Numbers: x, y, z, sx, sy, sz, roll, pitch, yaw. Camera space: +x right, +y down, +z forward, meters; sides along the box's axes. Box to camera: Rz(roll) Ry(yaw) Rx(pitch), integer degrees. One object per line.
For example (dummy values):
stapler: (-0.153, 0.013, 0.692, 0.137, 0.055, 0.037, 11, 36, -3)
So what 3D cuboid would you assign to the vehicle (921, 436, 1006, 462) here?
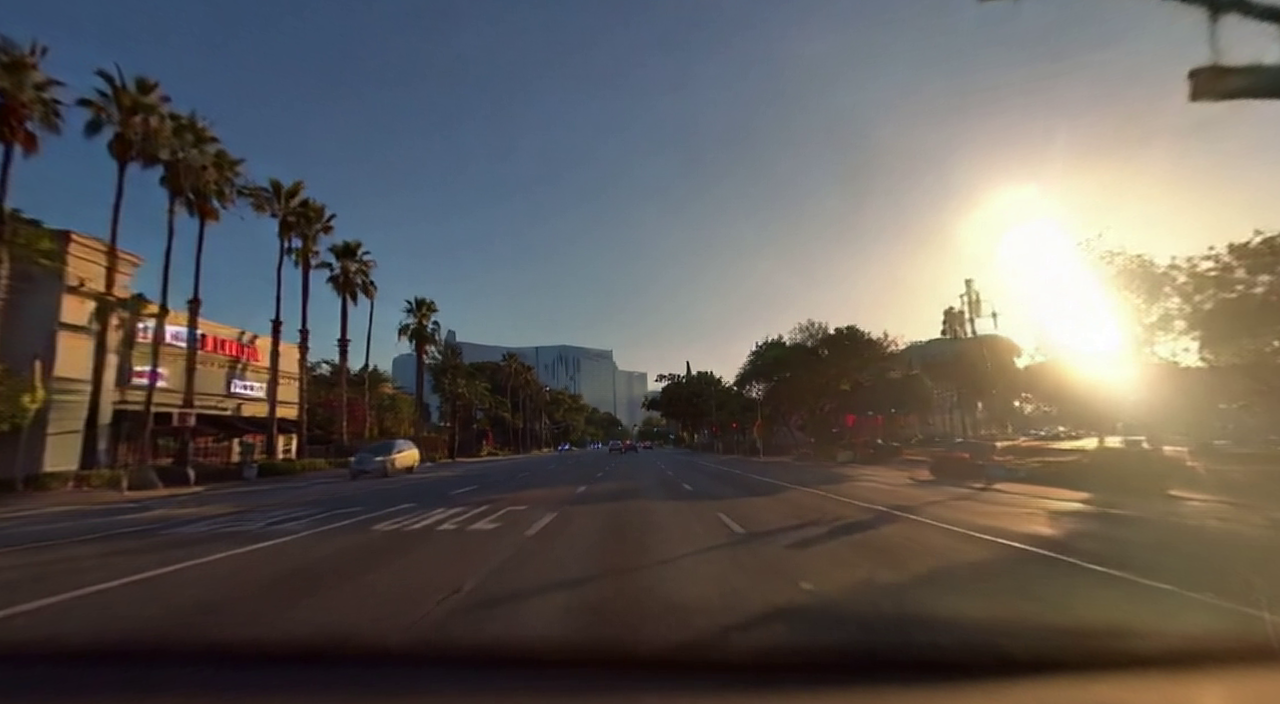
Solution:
vehicle: (21.644, 6.495, 42.368, 4.620, 1.475, 1.904, -3, -8, -3)

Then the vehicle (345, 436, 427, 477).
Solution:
vehicle: (-13.066, 5.377, 32.885, 2.237, 1.950, 5.039, 0, -8, -1)

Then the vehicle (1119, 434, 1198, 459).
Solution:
vehicle: (34.830, 6.351, 42.490, 3.698, 1.478, 1.811, -2, -8, -2)
